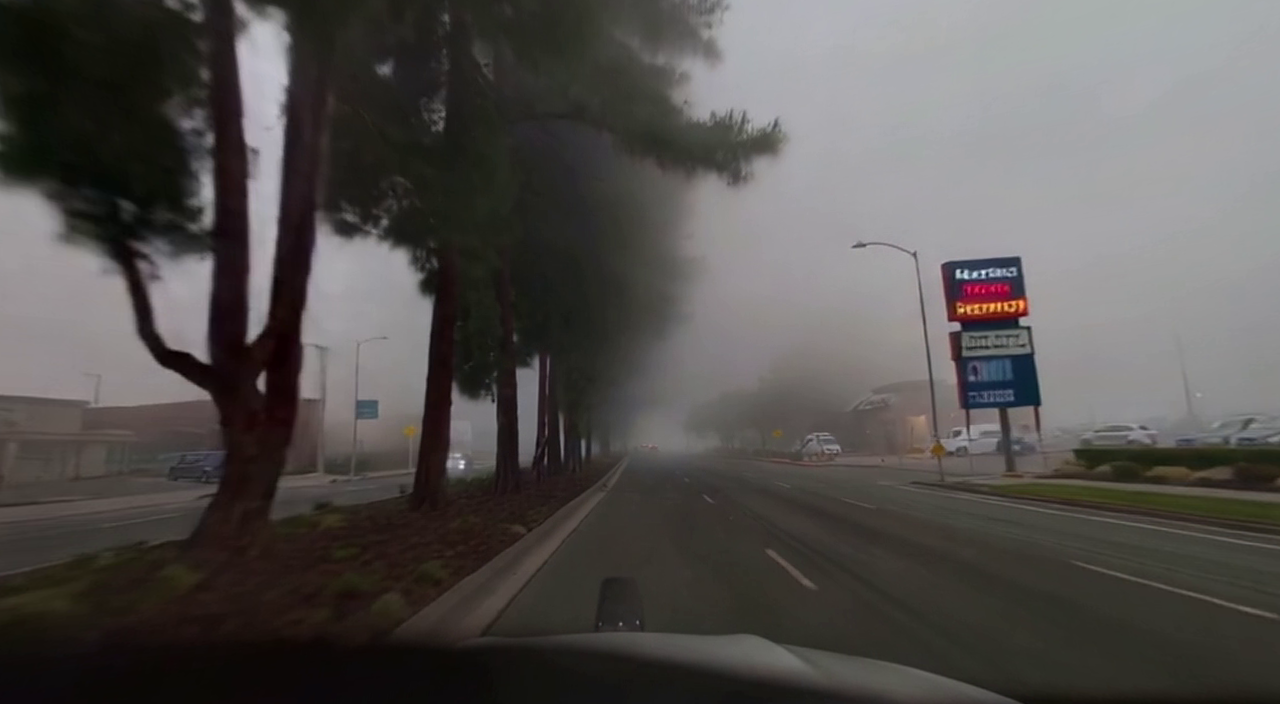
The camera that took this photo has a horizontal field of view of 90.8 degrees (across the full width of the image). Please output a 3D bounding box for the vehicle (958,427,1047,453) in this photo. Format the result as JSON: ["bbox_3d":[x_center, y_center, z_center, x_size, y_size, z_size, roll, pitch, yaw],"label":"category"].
[{"bbox_3d":[22.069,5.394,38.611,4.171,1.492,1.999,0,-9,2],"label":"vehicle"}]

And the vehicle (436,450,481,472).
[{"bbox_3d":[-13.247,7.869,45.988,2.090,1.502,4.767,5,-10,-28],"label":"vehicle"}]

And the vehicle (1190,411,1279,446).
[{"bbox_3d":[34.367,4.204,34.604,6.244,1.832,2.191,0,-9,0],"label":"vehicle"}]

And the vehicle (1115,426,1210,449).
[{"bbox_3d":[34.902,5.759,42.269,4.571,1.486,1.881,0,-9,0],"label":"vehicle"}]

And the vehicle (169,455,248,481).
[{"bbox_3d":[-26.130,7.015,38.236,4.316,1.464,1.771,-4,-10,23],"label":"vehicle"}]
